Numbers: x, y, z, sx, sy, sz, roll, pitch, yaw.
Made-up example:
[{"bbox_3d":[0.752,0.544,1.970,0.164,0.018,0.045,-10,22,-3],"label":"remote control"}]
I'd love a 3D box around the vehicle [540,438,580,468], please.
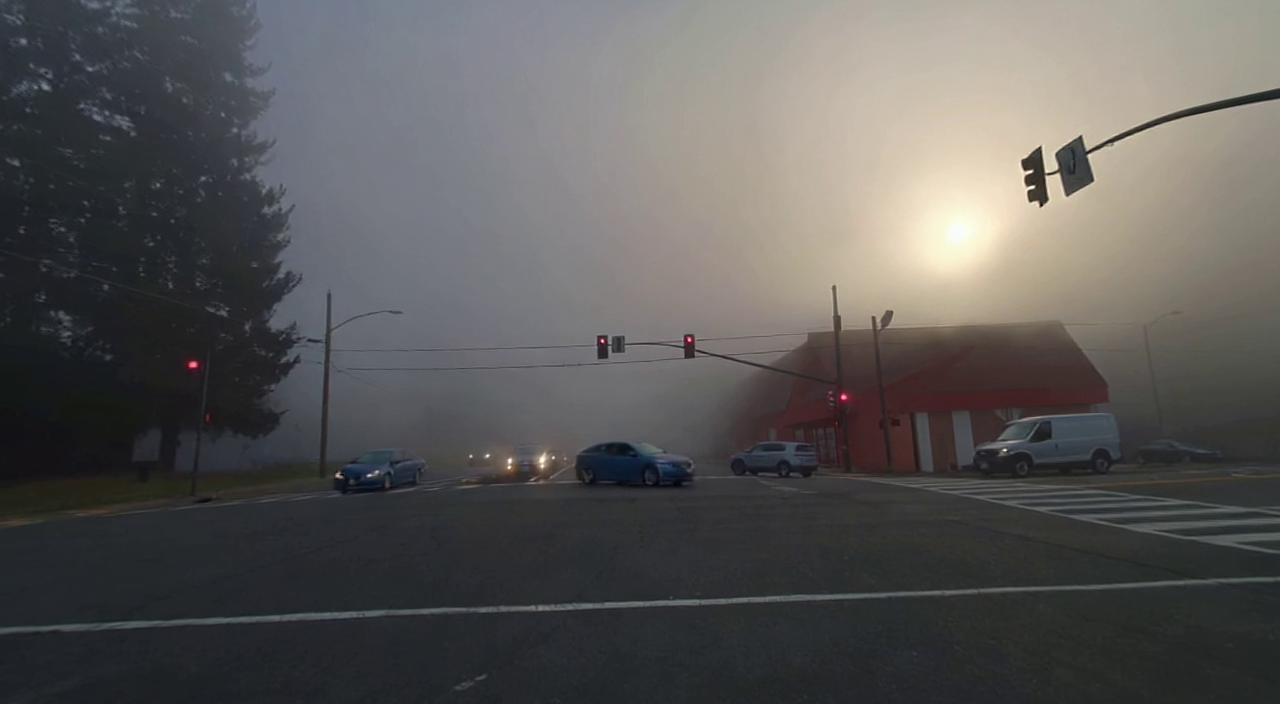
[{"bbox_3d":[-4.706,6.024,37.747,1.975,1.642,4.846,0,-9,-3],"label":"vehicle"}]

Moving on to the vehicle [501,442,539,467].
[{"bbox_3d":[-8.649,7.403,45.872,2.087,1.718,4.700,0,-9,-3],"label":"vehicle"}]

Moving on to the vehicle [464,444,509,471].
[{"bbox_3d":[-8.931,6.167,37.087,1.779,1.460,4.463,1,-9,-4],"label":"vehicle"}]

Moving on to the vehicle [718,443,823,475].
[{"bbox_3d":[6.464,5.357,31.774,4.828,1.453,1.919,-9,-12,44],"label":"vehicle"}]

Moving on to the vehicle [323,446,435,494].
[{"bbox_3d":[-8.842,4.020,21.907,2.024,1.460,4.381,0,-9,0],"label":"vehicle"}]

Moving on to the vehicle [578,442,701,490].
[{"bbox_3d":[-0.120,3.727,21.029,1.846,1.416,4.228,7,-11,-38],"label":"vehicle"}]

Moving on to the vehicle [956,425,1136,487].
[{"bbox_3d":[14.851,3.771,23.139,5.910,2.046,2.228,3,-9,-19],"label":"vehicle"}]
